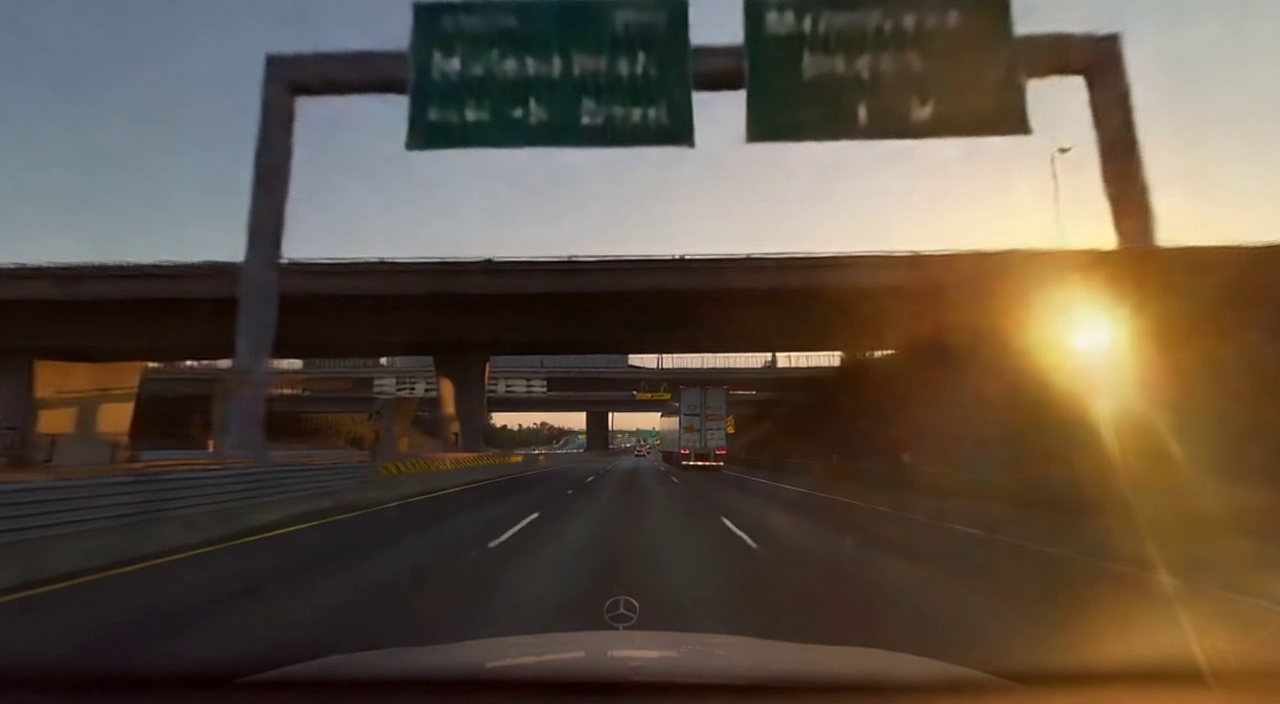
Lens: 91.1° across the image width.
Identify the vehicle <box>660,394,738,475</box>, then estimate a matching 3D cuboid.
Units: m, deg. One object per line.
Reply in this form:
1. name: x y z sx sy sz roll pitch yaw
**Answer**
1. vehicle: 3.165 5.202 38.481 3.244 4.020 14.561 0 -9 0
